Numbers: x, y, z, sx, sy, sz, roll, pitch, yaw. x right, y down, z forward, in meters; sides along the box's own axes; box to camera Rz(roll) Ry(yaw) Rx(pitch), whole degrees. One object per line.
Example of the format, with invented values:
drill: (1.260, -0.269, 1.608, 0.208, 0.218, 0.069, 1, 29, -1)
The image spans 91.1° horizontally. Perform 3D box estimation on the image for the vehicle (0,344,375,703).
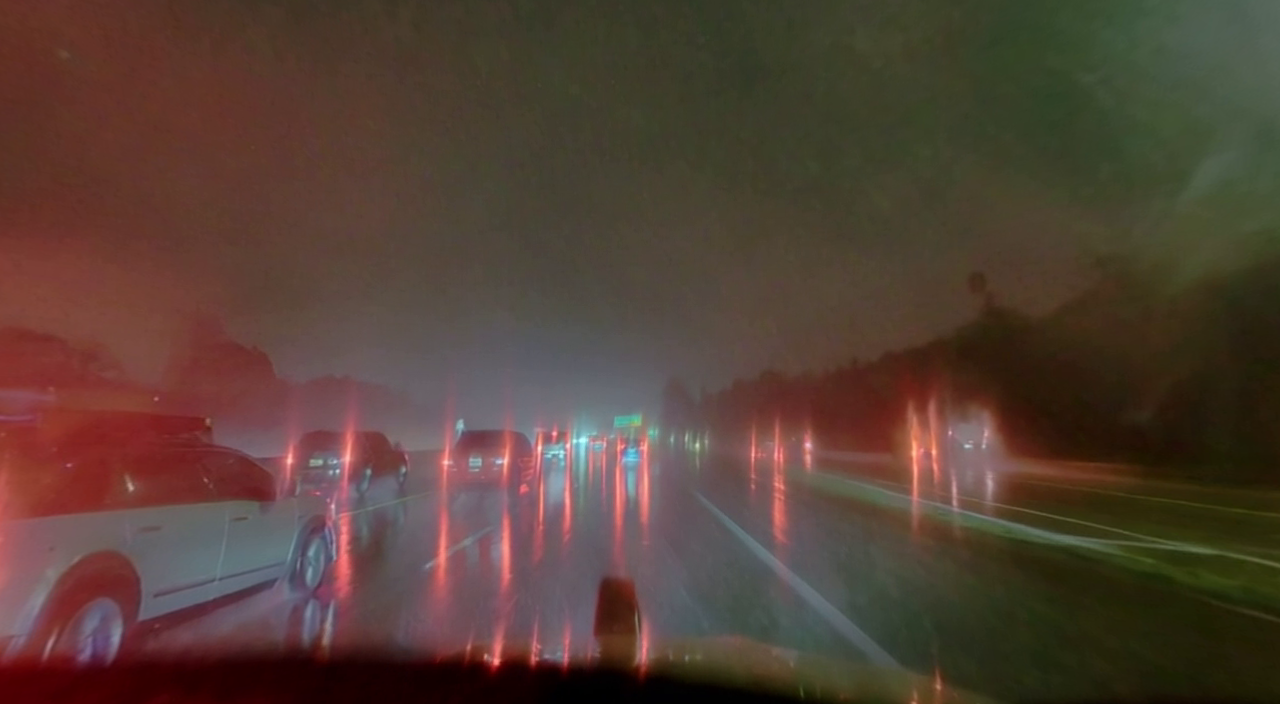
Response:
vehicle: (-3.846, 1.050, 4.384, 2.107, 1.703, 4.274, 0, -8, 0)

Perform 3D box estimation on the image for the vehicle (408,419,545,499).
vehicle: (-3.836, 2.590, 15.747, 2.154, 1.690, 4.595, 0, -8, 0)

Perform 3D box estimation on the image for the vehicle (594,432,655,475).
vehicle: (-0.553, 3.736, 23.490, 2.070, 1.452, 3.834, 0, -8, -1)
